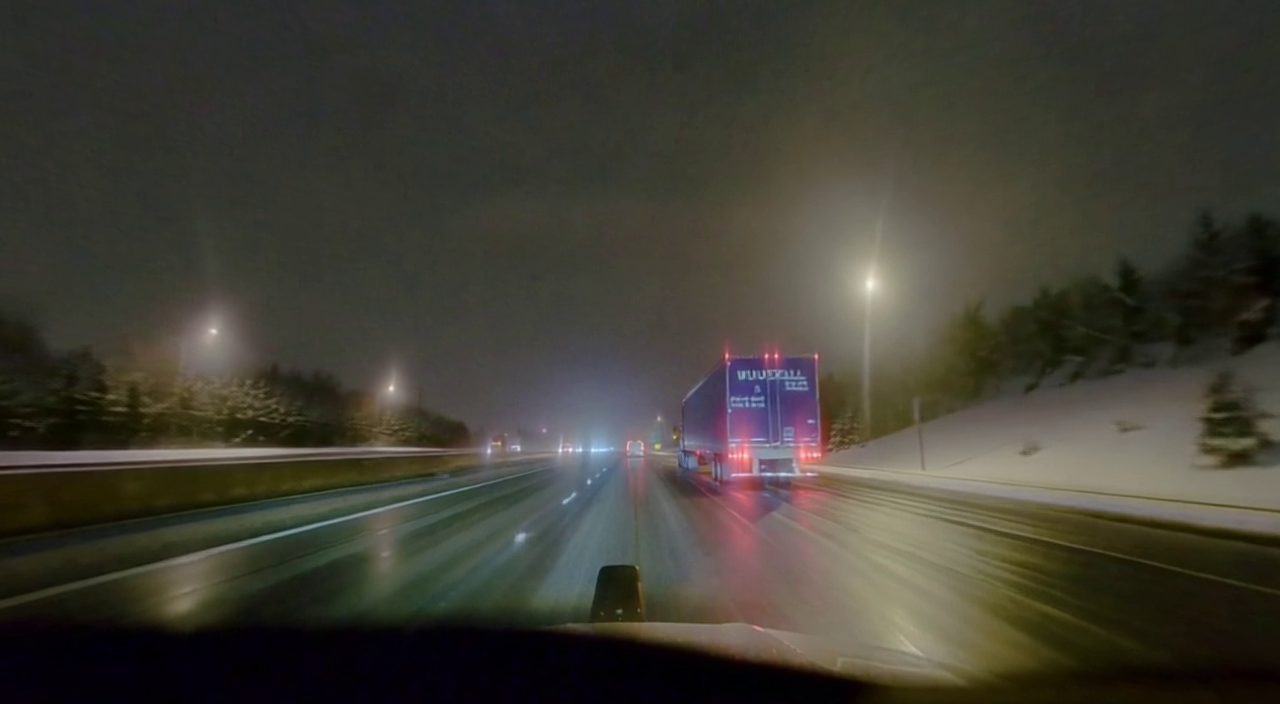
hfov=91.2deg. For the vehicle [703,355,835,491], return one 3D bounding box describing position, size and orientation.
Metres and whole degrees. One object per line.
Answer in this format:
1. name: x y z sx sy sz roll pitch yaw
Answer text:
1. vehicle: 4.205 2.738 22.822 2.869 4.013 8.610 0 -9 0
